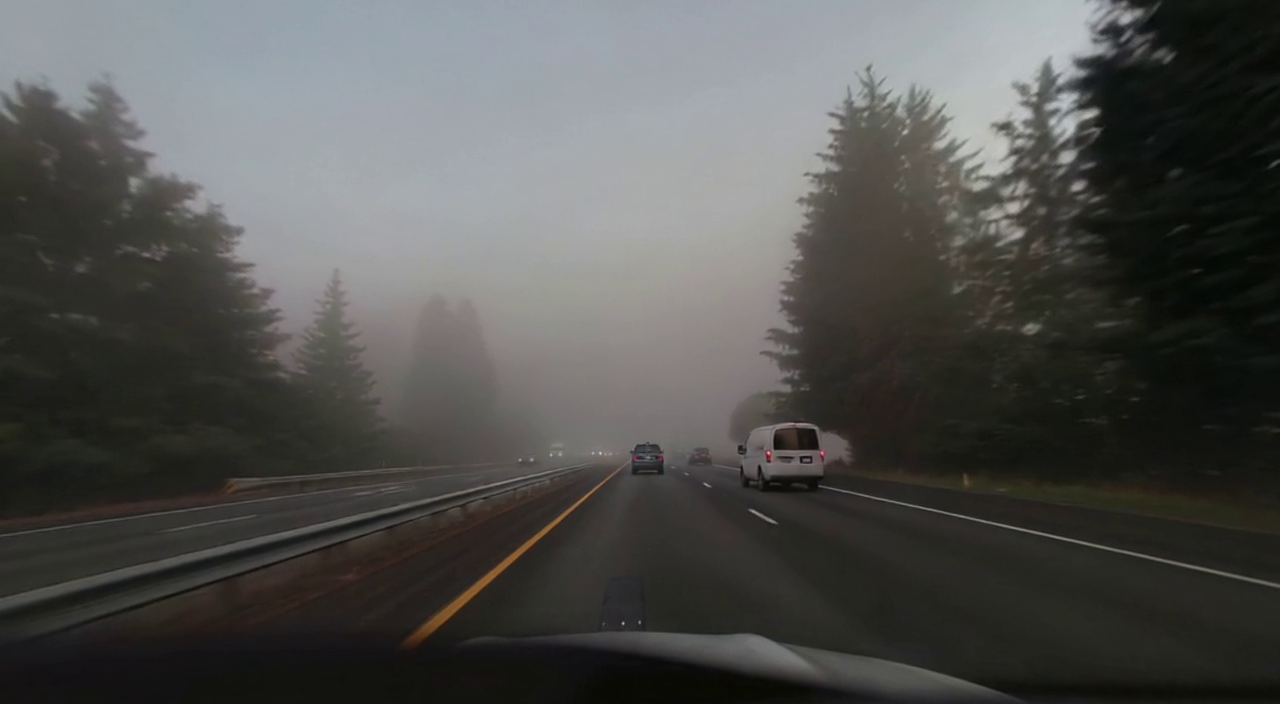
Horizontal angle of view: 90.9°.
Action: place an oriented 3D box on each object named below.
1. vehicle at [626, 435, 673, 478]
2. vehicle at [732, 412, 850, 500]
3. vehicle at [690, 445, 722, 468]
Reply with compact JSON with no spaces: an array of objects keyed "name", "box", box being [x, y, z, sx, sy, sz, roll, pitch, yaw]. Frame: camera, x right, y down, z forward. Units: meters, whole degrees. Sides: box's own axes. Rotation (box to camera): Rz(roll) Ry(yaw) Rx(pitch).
[{"name":"vehicle","box":[0.437,5.134,31.118,2.143,1.925,4.101,0,-9,0]},{"name":"vehicle","box":[4.327,3.097,19.023,2.232,2.290,4.720,0,-9,-2]},{"name":"vehicle","box":[4.720,7.526,45.671,1.868,1.566,3.509,0,-9,-1]}]
